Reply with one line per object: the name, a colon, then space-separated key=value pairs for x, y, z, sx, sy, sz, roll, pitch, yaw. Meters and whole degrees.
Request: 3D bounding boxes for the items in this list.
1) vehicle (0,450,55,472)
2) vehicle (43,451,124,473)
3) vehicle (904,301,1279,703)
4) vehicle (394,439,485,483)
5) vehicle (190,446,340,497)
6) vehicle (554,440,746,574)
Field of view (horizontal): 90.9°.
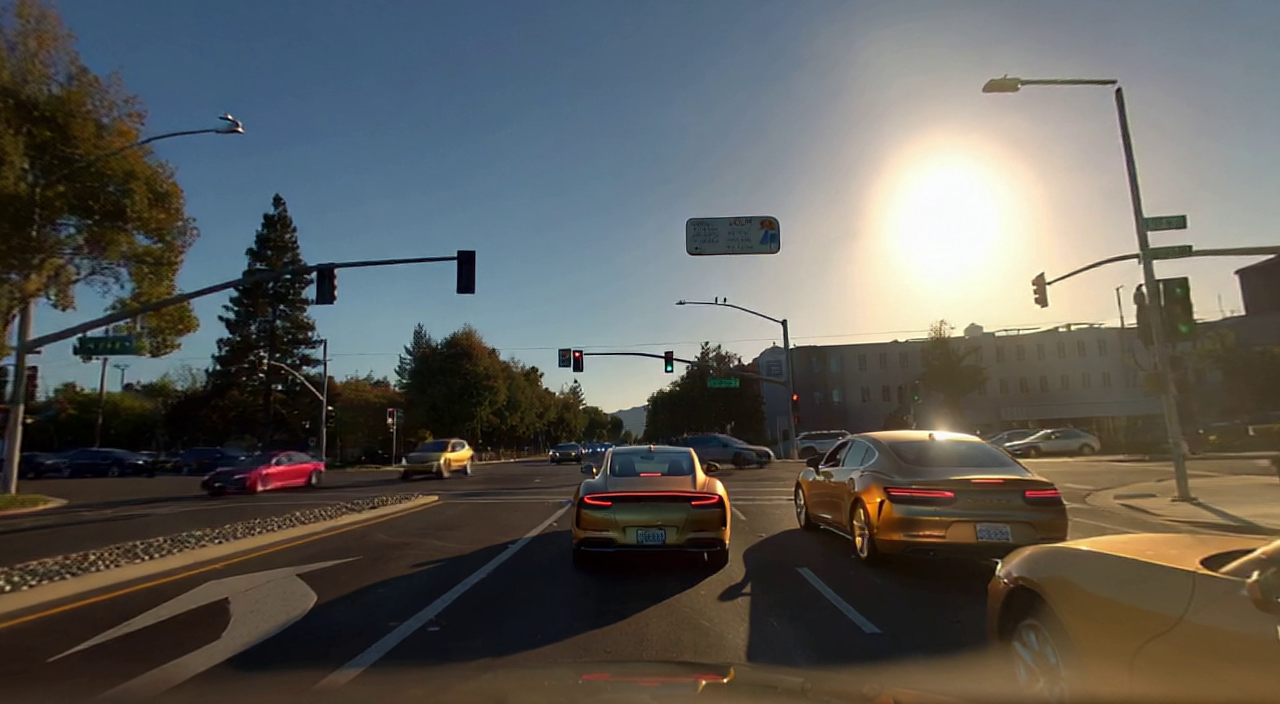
vehicle: x=-46.169 y=7.959 z=46.166 sx=4.545 sy=1.558 sz=1.833 roll=0 pitch=-8 yaw=-4
vehicle: x=-41.286 y=8.159 z=46.796 sx=4.195 sy=1.533 sz=1.752 roll=0 pitch=-8 yaw=-3
vehicle: x=3.112 y=0.802 z=2.526 sx=2.143 sy=1.759 sz=4.531 roll=0 pitch=-8 yaw=0
vehicle: x=-8.215 y=4.503 z=26.368 sx=2.091 sy=1.651 sz=4.870 roll=0 pitch=-8 yaw=2
vehicle: x=-11.950 y=3.809 z=20.527 sx=2.053 sy=1.436 sz=4.494 roll=0 pitch=-8 yaw=1
vehicle: x=0.123 y=1.868 z=8.394 sx=1.945 sy=1.343 sz=3.827 roll=0 pitch=-8 yaw=1
